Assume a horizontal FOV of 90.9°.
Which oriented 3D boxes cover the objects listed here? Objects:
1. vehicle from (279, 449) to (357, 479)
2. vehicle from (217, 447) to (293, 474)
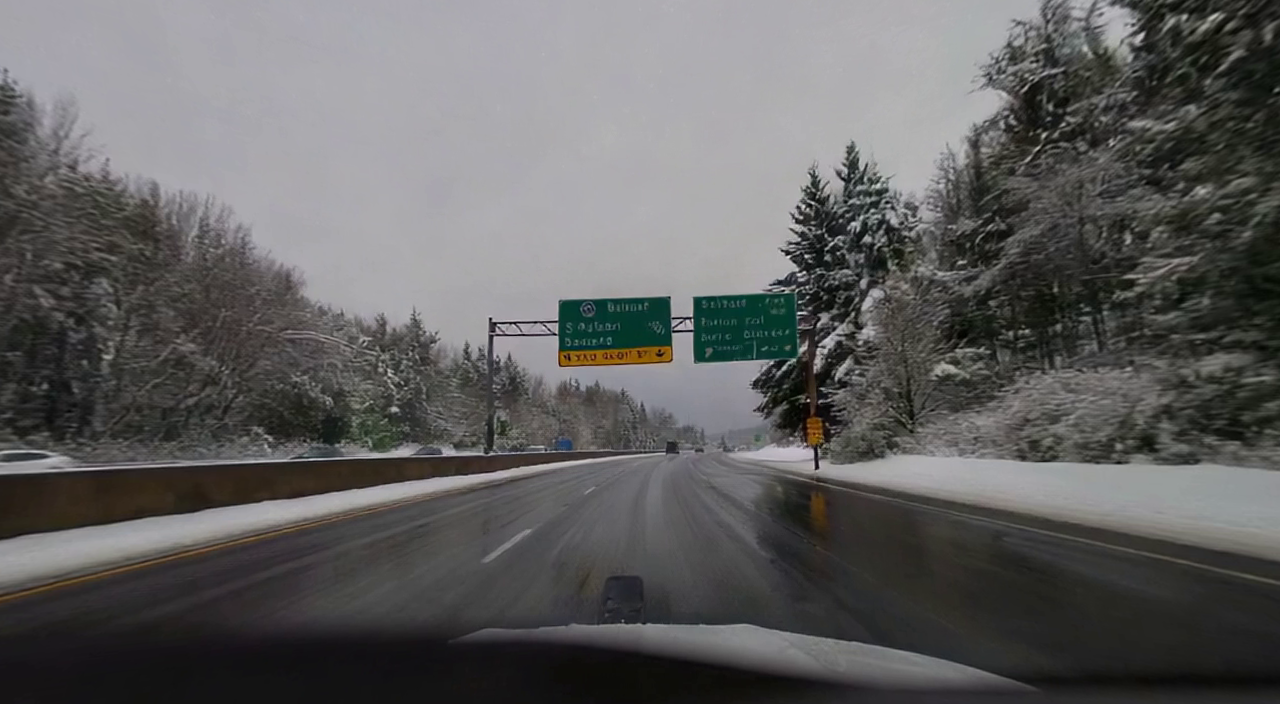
[{"bbox_3d":[-17.621,6.128,34.713,1.844,1.549,4.254,0,-9,3],"label":"vehicle"},{"bbox_3d":[-24.862,7.016,40.866,1.961,1.643,4.415,0,-9,3],"label":"vehicle"}]
